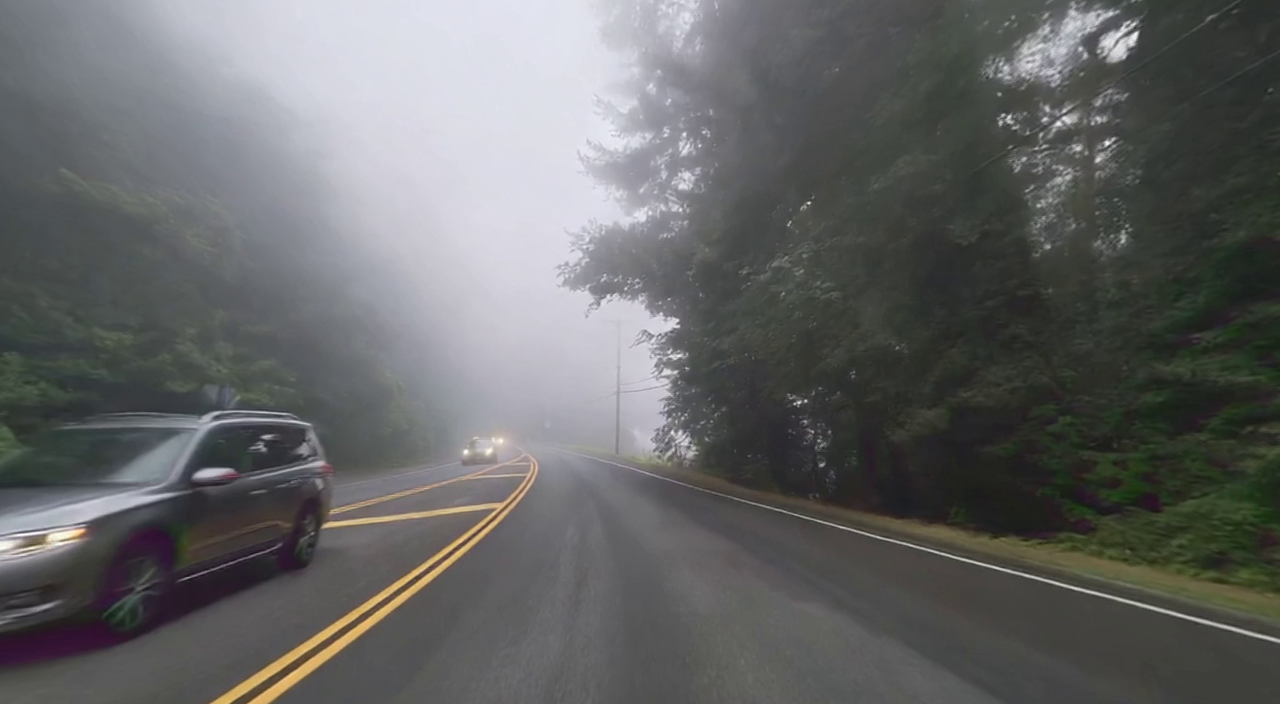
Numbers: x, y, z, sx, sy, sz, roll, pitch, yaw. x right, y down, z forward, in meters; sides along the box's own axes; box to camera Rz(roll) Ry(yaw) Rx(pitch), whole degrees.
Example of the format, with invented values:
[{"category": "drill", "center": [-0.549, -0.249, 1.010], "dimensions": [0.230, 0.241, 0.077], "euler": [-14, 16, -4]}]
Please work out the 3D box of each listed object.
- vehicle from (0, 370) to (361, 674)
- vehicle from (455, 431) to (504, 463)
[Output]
[{"category": "vehicle", "center": [-4.885, 1.433, 6.449], "dimensions": [2.312, 1.962, 4.692], "euler": [1, -8, -6]}, {"category": "vehicle", "center": [-10.448, 6.225, 41.541], "dimensions": [2.397, 1.932, 5.703], "euler": [1, -8, -7]}]
